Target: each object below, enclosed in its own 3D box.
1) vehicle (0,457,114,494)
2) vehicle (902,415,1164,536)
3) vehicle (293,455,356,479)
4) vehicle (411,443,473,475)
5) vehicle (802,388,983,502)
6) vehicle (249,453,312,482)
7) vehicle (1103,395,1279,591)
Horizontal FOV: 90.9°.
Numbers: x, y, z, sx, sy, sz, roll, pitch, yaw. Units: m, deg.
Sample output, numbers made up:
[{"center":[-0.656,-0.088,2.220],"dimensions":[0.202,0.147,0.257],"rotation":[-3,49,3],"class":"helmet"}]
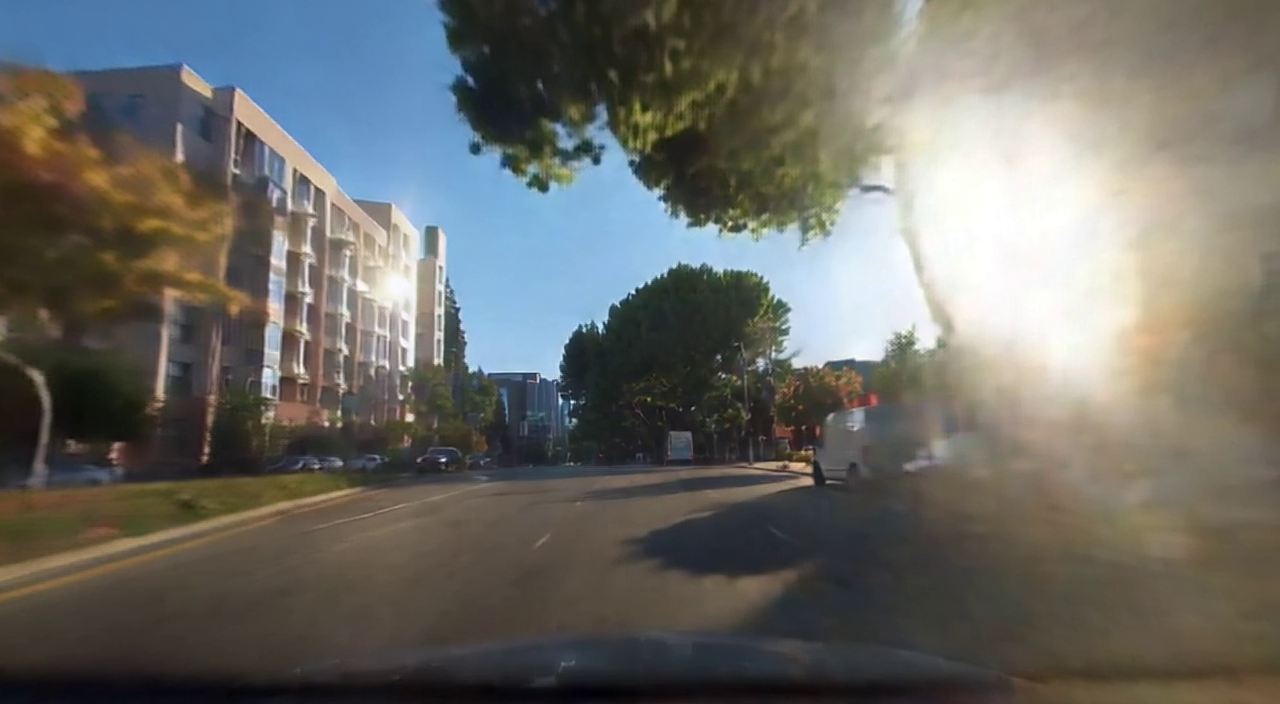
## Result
[{"center":[-25.530,5.271,27.040],"dimensions":[4.194,1.471,1.834],"rotation":[0,-8,-2],"class":"vehicle"},{"center":[6.904,2.204,11.894],"dimensions":[1.889,1.799,4.704],"rotation":[0,-8,0],"class":"vehicle"},{"center":[-22.684,8.236,45.586],"dimensions":[1.838,1.526,5.104],"rotation":[-1,-8,1],"class":"vehicle"},{"center":[-12.417,6.706,39.881],"dimensions":[2.419,1.787,4.859],"rotation":[-3,-8,0],"class":"vehicle"},{"center":[7.039,2.759,18.859],"dimensions":[2.391,2.750,6.853],"rotation":[0,-8,-1],"class":"vehicle"},{"center":[-22.603,7.258,39.782],"dimensions":[1.875,1.528,3.717],"rotation":[-5,-9,-2],"class":"vehicle"},{"center":[6.948,1.294,5.550],"dimensions":[2.089,1.788,4.817],"rotation":[2,-8,0],"class":"vehicle"}]
